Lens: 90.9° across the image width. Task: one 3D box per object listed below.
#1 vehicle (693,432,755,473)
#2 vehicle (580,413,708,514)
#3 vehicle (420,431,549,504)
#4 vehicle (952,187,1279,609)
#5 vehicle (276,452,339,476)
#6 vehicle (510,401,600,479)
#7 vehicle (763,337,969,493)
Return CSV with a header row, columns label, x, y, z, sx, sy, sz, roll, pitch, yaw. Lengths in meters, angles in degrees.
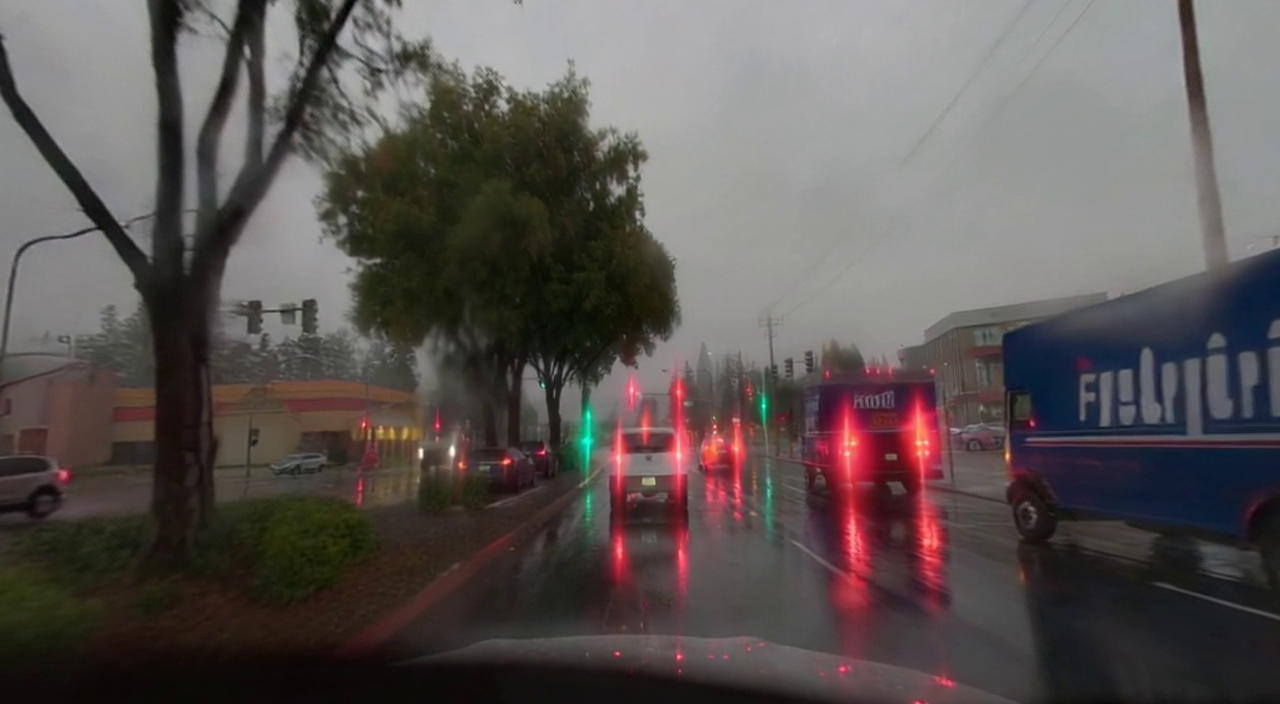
label,x,y,z,sx,sy,sz,roll,pitch,yaw
vehicle,3.442,4.214,26.663,2.075,1.540,4.411,-1,-8,1
vehicle,0.094,2.233,13.002,2.209,1.718,4.008,-1,-8,1
vehicle,-3.578,2.739,15.449,2.008,1.500,4.369,-1,-8,1
vehicle,6.608,0.549,6.332,2.891,3.361,7.843,-1,-8,0
vehicle,-22.639,7.597,43.152,1.824,1.470,4.486,-1,-8,2
vehicle,-3.304,3.700,26.536,2.715,2.791,7.171,-1,-8,1
vehicle,6.695,2.331,21.138,2.816,3.804,10.315,-3,-8,-1
